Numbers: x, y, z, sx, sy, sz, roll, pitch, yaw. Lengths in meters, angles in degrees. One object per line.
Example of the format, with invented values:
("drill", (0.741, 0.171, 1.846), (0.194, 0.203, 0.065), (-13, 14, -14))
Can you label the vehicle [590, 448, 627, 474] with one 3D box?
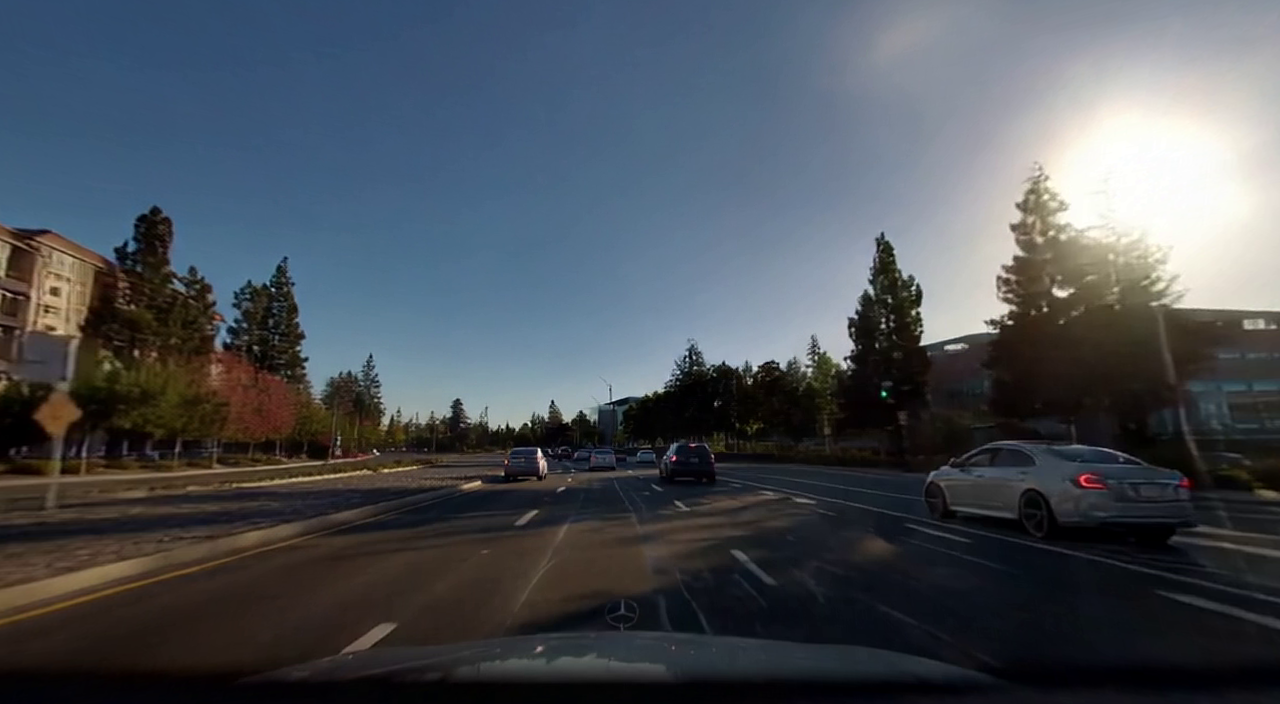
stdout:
("vehicle", (-1.999, 6.689, 38.933), (2.155, 1.486, 4.403), (1, -8, -5))

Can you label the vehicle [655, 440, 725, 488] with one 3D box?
("vehicle", (1.868, 4.384, 25.156), (2.161, 1.716, 4.194), (1, -8, -4))

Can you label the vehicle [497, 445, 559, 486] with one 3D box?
("vehicle", (-4.939, 5.032, 28.416), (2.172, 1.671, 4.175), (0, -8, -2))

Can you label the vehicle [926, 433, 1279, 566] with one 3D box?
("vehicle", (6.097, 1.897, 8.959), (1.945, 1.408, 4.288), (0, -8, -2))
